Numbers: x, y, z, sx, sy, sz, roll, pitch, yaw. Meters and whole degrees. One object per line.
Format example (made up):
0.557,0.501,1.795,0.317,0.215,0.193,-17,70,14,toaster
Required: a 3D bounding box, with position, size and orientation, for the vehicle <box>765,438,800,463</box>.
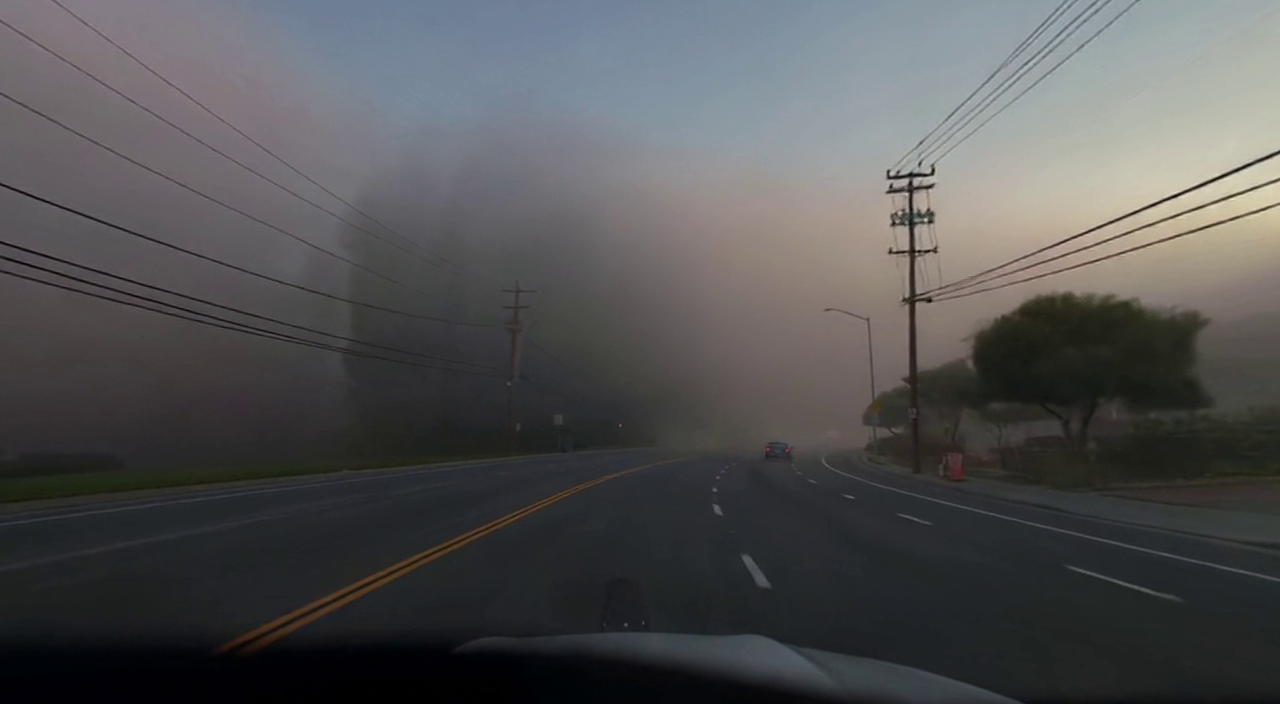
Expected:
8.938,6.137,39.340,1.982,1.451,4.152,-2,-9,13,vehicle
